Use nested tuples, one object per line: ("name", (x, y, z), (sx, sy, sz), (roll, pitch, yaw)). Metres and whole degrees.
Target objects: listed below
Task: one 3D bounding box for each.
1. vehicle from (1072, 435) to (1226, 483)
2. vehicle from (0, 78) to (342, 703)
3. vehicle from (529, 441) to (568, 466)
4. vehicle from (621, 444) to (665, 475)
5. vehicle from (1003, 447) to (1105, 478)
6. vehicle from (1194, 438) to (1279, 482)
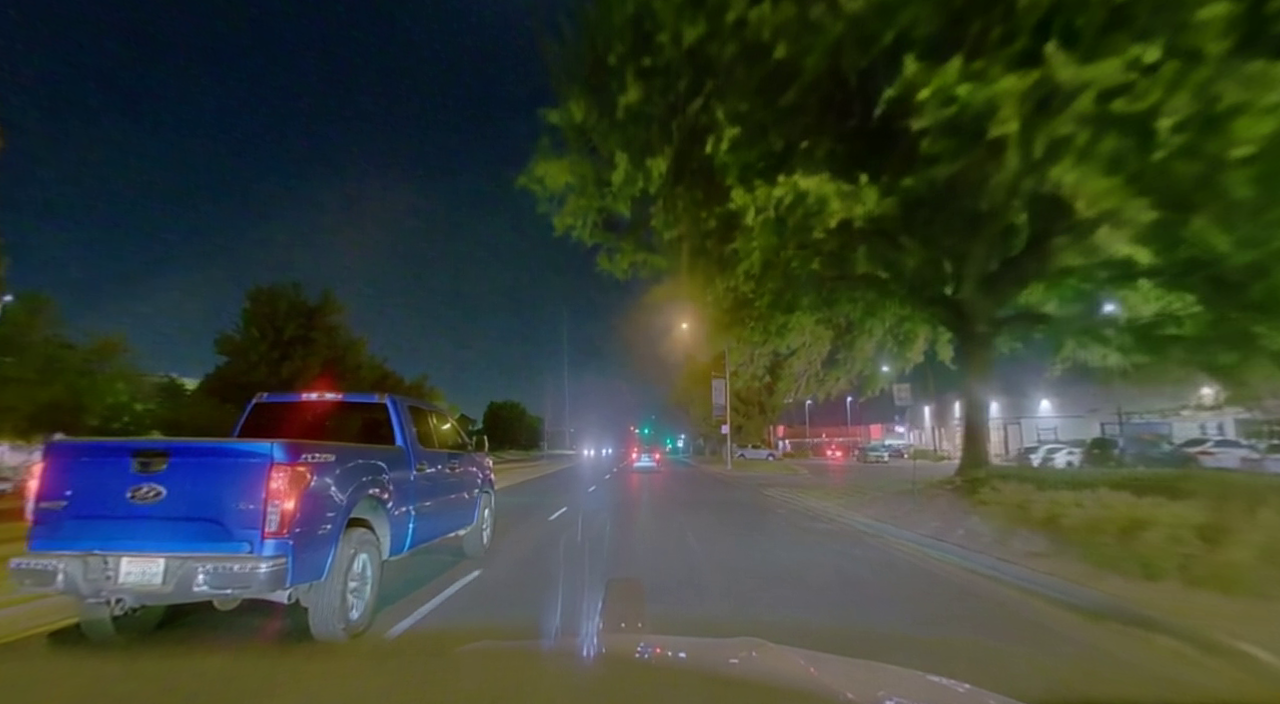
("vehicle", (20.574, 4.330, 25.692), (4.501, 1.780, 2.082), (-5, -10, 29))
("vehicle", (-3.411, 0.312, 1.384), (2.733, 2.495, 5.037), (-1, -8, 4))
("vehicle", (-6.946, 7.757, 48.188), (2.146, 1.788, 5.153), (0, -8, 1))
("vehicle", (0.180, 5.727, 33.837), (2.191, 1.530, 4.470), (0, -8, 1))
("vehicle", (22.308, 5.921, 34.038), (4.437, 1.485, 2.027), (-4, -9, 31))
("vehicle", (26.088, 4.393, 25.759), (4.478, 1.724, 2.179), (-4, -10, 28))
